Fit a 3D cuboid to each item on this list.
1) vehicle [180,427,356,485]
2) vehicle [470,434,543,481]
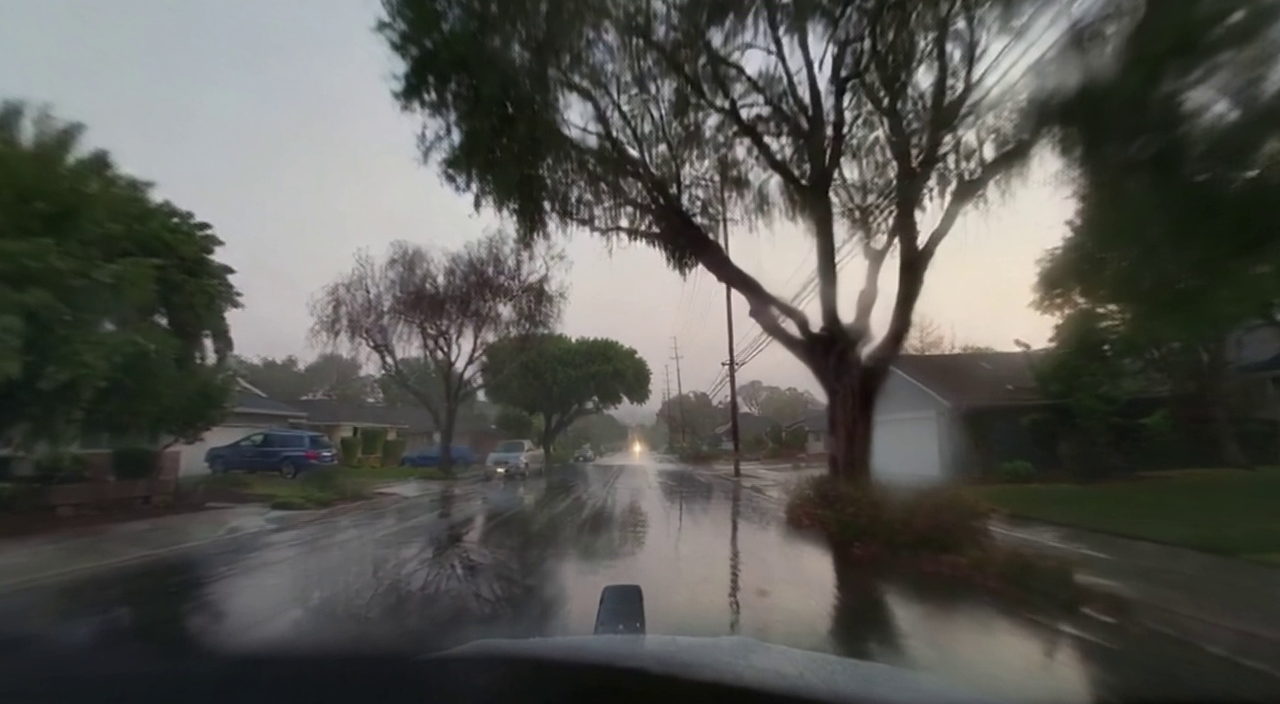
[{"bbox_3d":[-13.505,3.801,23.200,5.033,1.997,2.126,0,-9,-1],"label":"vehicle"},{"bbox_3d":[-6.832,5.560,33.252,2.739,2.164,6.065,-1,-10,-2],"label":"vehicle"}]
